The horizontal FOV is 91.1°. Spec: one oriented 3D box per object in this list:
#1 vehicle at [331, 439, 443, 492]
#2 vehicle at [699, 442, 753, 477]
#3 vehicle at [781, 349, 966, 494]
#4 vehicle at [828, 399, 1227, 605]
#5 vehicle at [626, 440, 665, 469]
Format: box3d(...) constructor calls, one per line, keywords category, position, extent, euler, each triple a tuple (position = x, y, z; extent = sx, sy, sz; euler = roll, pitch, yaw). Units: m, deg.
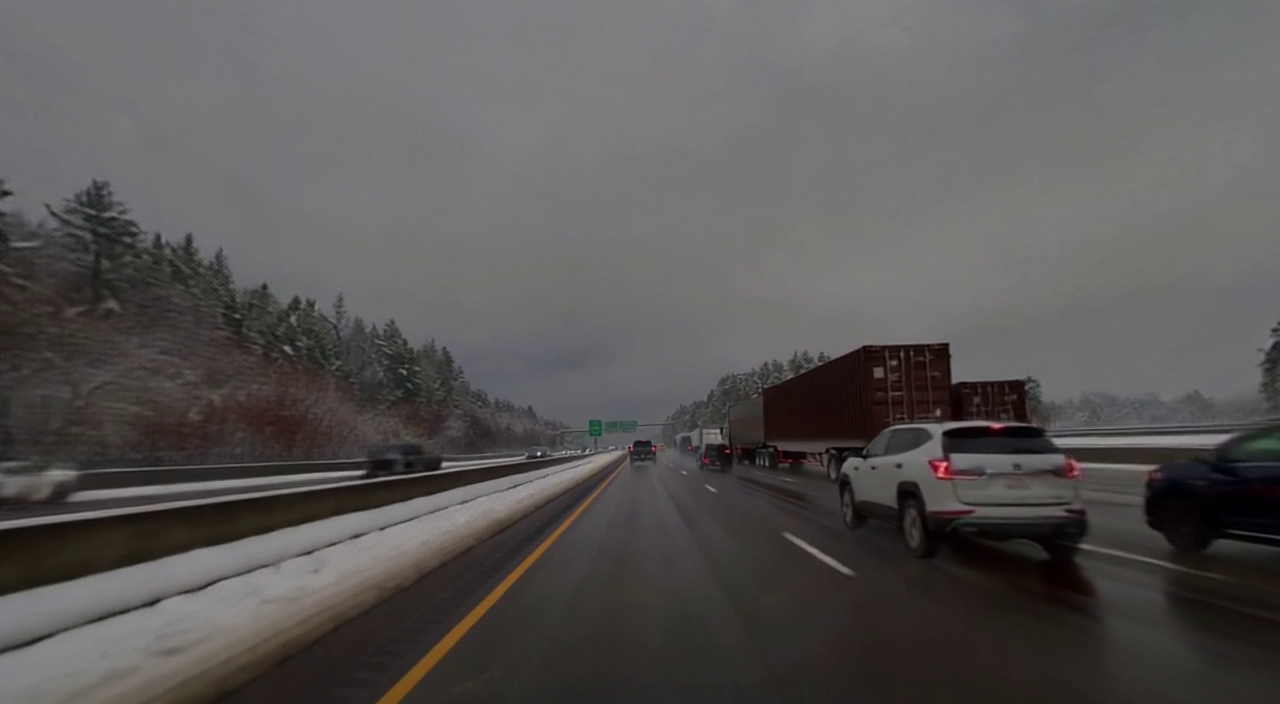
box3d(category="vehicle", position=(-9.556, 4.286, 24.229), extent=(2.273, 1.821, 4.811), euler=(0, -8, 1))
box3d(category="vehicle", position=(3.938, 5.006, 29.550), extent=(1.888, 1.501, 4.608), euler=(0, -8, 0))
box3d(category="vehicle", position=(7.491, 2.573, 22.033), extent=(2.784, 4.002, 9.298), euler=(0, -8, 0))
box3d(category="vehicle", position=(3.849, 1.540, 7.347), extent=(1.972, 1.693, 4.139), euler=(0, -8, -1))
box3d(category="vehicle", position=(0.357, 6.482, 40.084), extent=(2.313, 1.736, 4.215), euler=(0, -8, 1))
